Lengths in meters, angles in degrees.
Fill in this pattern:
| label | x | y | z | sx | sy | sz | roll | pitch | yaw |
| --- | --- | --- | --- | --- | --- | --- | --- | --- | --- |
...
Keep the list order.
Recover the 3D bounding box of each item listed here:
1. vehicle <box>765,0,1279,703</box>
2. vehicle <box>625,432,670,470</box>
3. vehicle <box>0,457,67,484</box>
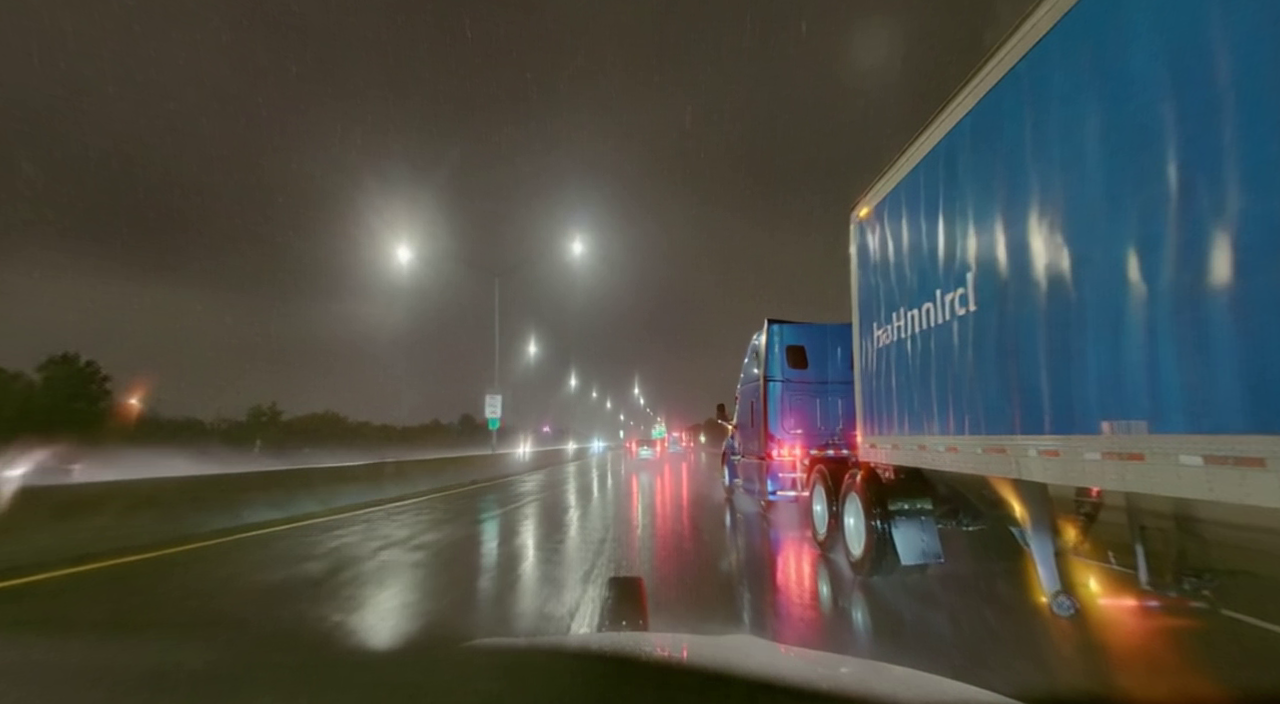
| label | x | y | z | sx | sy | sz | roll | pitch | yaw |
| --- | --- | --- | --- | --- | --- | --- | --- | --- | --- |
| vehicle | 3.932 | -0.020 | 4.806 | 3.019 | 4.145 | 16.453 | -1 | -8 | 1 |
| vehicle | 0.404 | 5.269 | 33.685 | 2.205 | 1.860 | 4.301 | -1 | -9 | 1 |
| vehicle | -43.921 | 8.308 | 44.129 | 2.008 | 1.720 | 5.411 | -2 | -9 | 9 |
